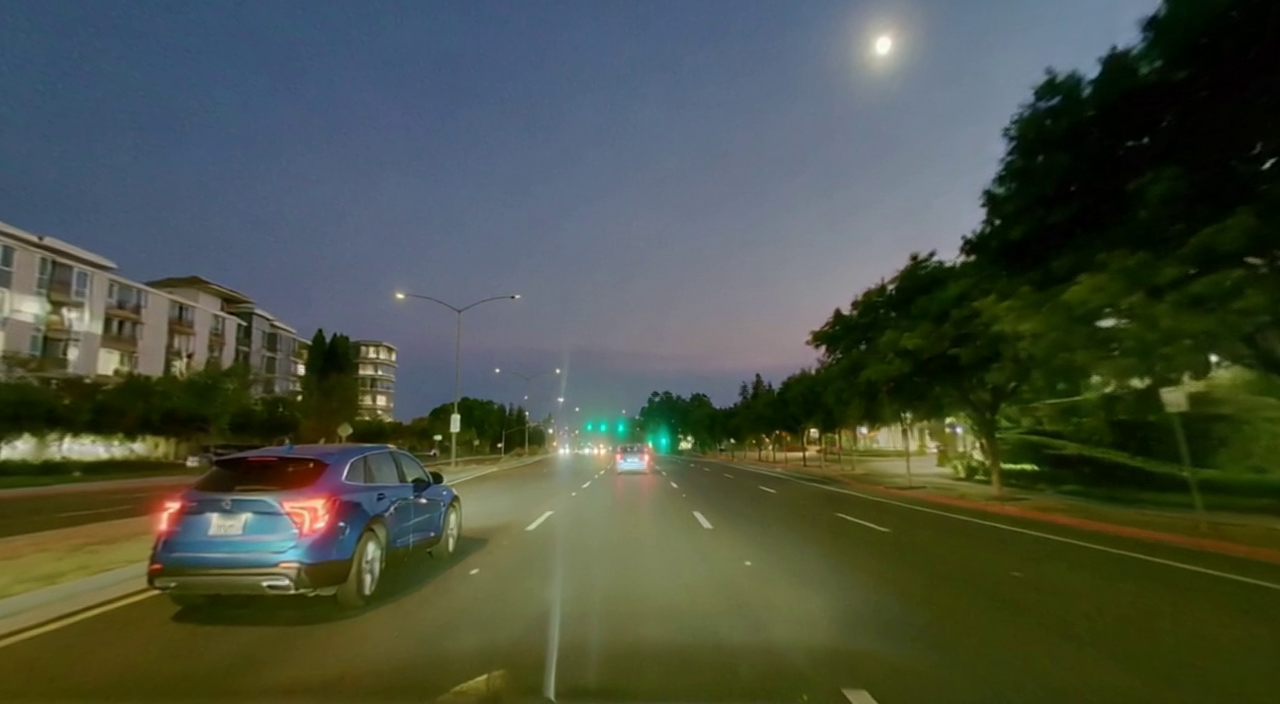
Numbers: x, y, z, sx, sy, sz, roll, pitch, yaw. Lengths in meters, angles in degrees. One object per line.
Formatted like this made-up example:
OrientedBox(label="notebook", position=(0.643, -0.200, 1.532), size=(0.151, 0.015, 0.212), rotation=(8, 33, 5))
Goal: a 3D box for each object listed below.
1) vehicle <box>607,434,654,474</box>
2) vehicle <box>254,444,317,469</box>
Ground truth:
OrientedBox(label="vehicle", position=(-0.464, 5.224, 32.507), size=(2.260, 1.872, 4.578), rotation=(0, -9, 0))
OrientedBox(label="vehicle", position=(-27.008, 7.958, 48.331), size=(1.992, 1.798, 4.987), rotation=(0, -9, -1))
